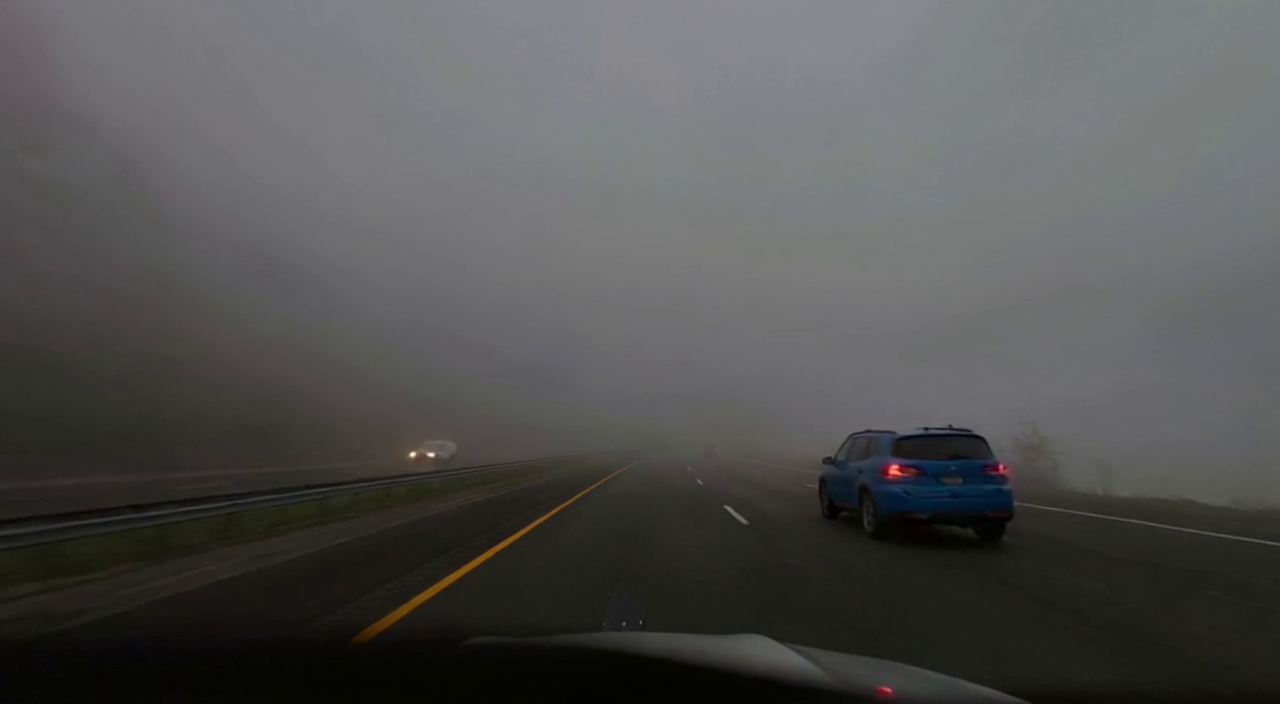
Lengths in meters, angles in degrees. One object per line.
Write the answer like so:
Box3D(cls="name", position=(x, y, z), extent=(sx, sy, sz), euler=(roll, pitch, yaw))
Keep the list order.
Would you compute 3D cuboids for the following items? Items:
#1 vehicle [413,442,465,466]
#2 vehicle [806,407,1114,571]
Box3D(cls="vehicle", position=(-15.491, 7.889, 48.947), extent=(2.176, 1.729, 4.737), euler=(-1, -8, 4))
Box3D(cls="vehicle", position=(4.017, 1.791, 8.998), extent=(2.143, 1.730, 4.303), euler=(-1, -8, 1))
